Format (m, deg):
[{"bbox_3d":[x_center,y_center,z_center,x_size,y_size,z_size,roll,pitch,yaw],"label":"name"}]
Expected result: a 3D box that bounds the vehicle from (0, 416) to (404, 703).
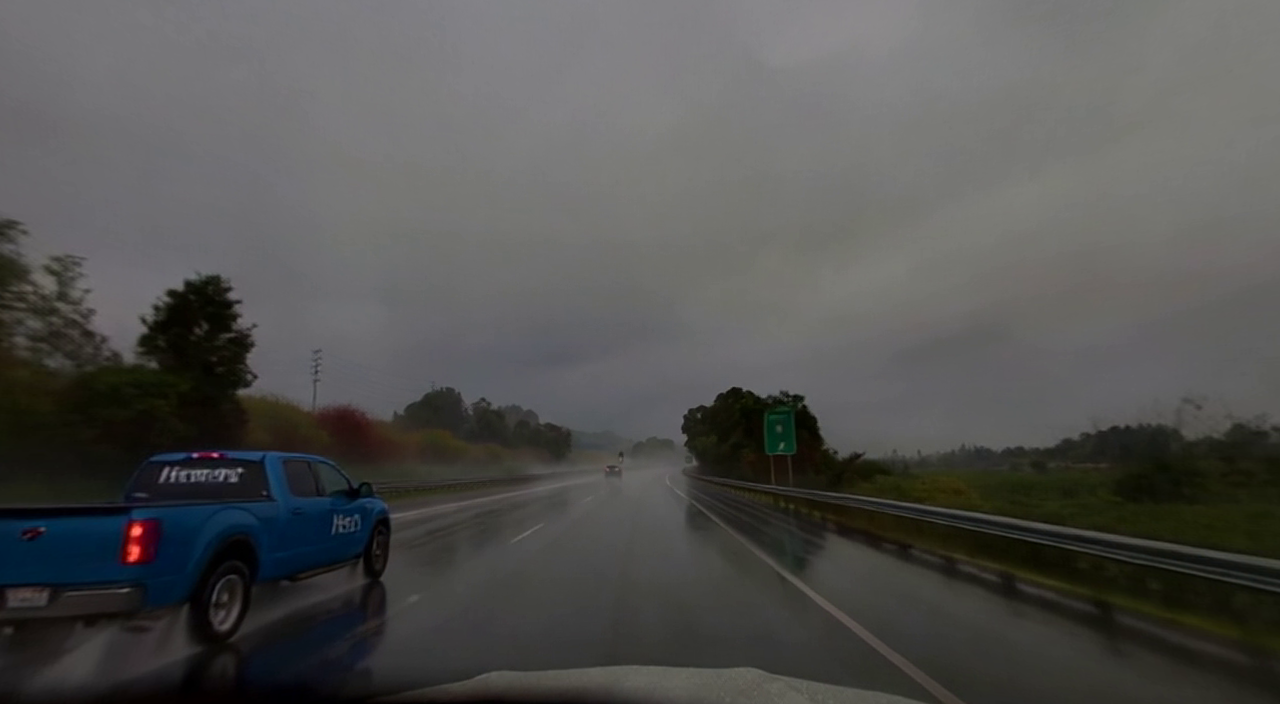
[{"bbox_3d":[-4.067,1.484,5.321,2.135,1.506,5.041,1,-10,1],"label":"vehicle"}]
